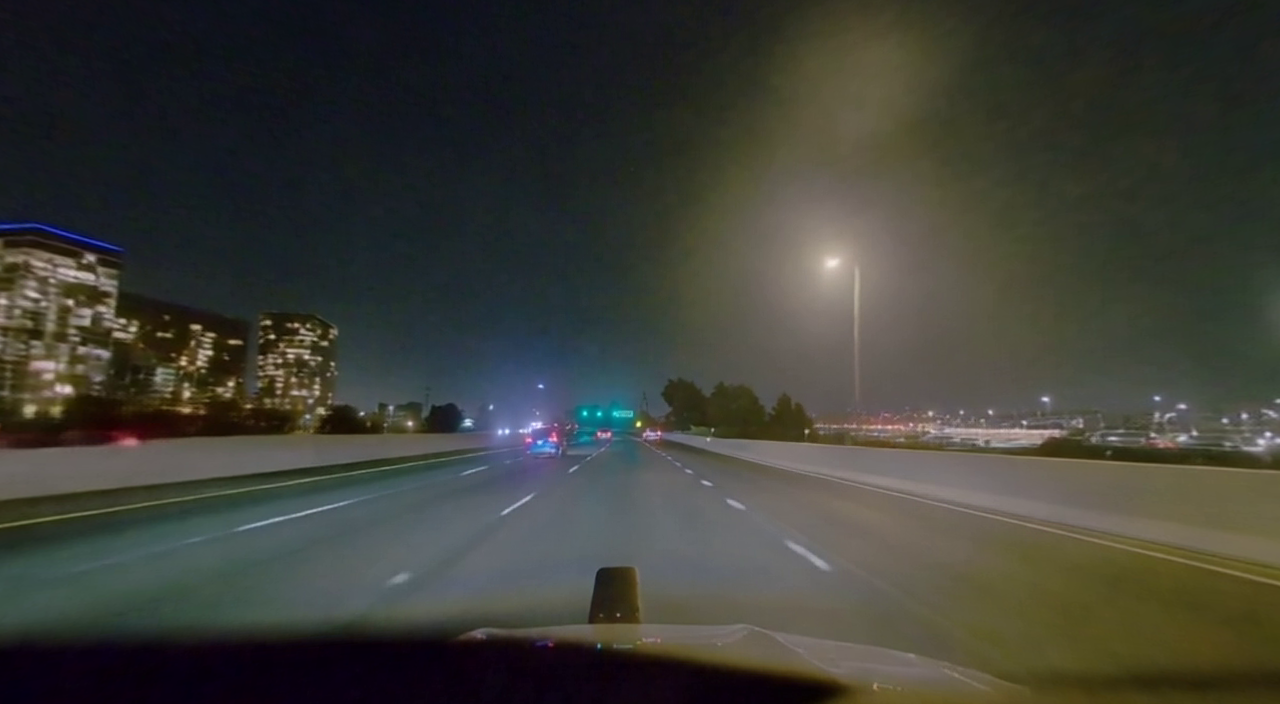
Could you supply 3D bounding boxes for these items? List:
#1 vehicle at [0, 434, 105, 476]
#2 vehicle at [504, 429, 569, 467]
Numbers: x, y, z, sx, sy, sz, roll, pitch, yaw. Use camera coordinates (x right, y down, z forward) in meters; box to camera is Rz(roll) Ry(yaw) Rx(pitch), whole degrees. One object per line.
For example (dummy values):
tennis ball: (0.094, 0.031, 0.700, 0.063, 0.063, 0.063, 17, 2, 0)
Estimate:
vehicle: (-27.360, 4.631, 28.596, 1.889, 1.727, 4.692, 0, -8, 0)
vehicle: (-4.268, 4.045, 26.753, 1.996, 1.490, 4.571, 0, -8, 0)
